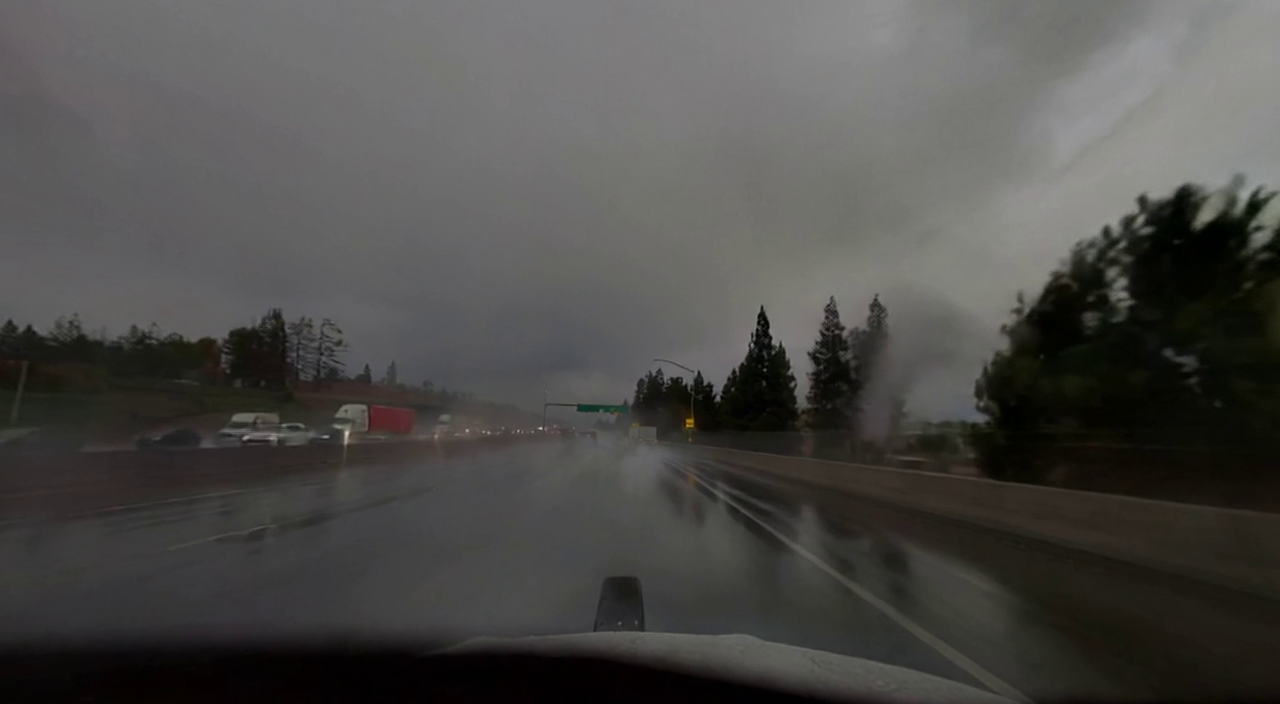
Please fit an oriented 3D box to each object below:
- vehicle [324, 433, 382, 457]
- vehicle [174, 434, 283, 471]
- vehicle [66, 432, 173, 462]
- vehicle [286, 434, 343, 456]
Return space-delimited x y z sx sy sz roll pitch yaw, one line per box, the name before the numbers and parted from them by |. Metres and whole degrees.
vehicle | -18.708 6.057 41.271 1.851 1.449 4.293 0 -8 -1
vehicle | -19.077 4.629 29.502 1.995 1.584 4.624 0 -8 -1
vehicle | -26.190 4.795 31.961 1.799 1.417 4.395 0 -8 -2
vehicle | -22.860 6.526 44.464 1.815 1.416 4.350 0 -8 -2
